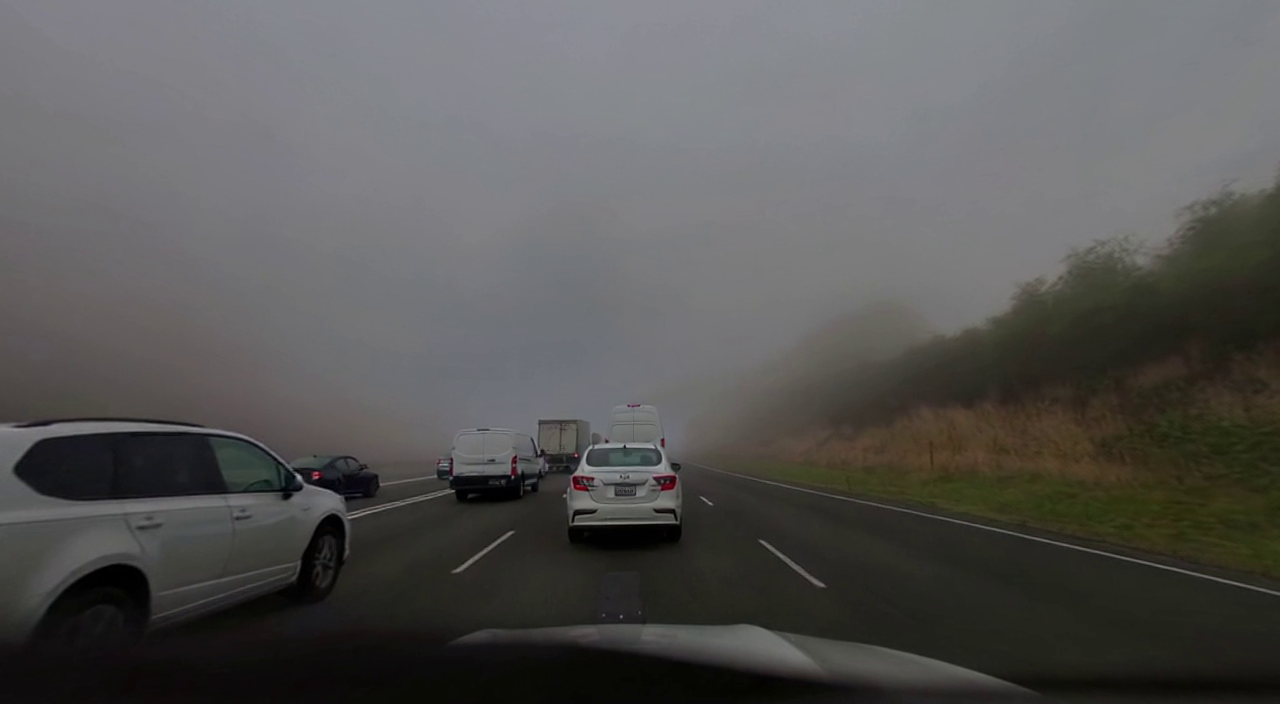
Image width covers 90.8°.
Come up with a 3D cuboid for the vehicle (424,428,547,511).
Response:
[{"bbox_3d":[-3.964,3.108,17.139,2.055,1.913,4.584,-1,-9,2],"label":"vehicle"}]

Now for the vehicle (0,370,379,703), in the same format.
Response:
[{"bbox_3d":[-3.650,1.148,4.066,2.029,1.656,4.437,0,-9,0],"label":"vehicle"}]

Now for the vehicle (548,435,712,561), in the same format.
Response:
[{"bbox_3d":[-0.129,2.047,9.441,1.995,1.495,3.380,0,-9,0],"label":"vehicle"}]
